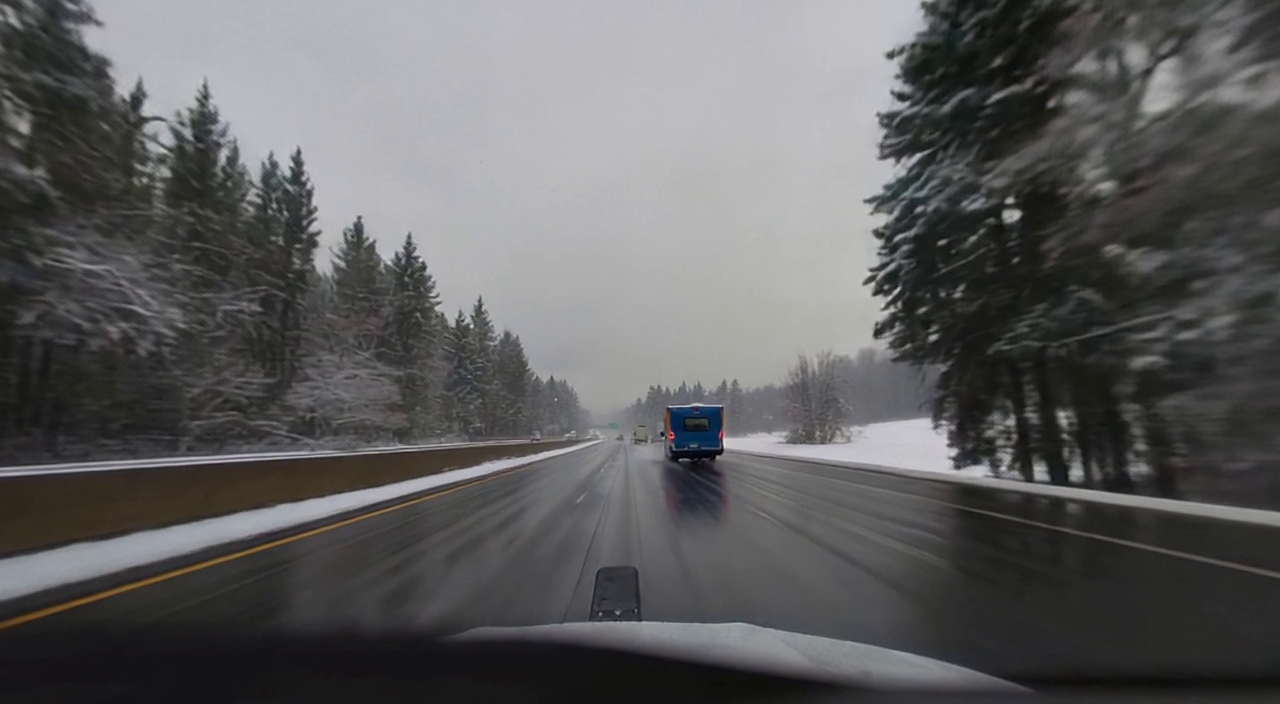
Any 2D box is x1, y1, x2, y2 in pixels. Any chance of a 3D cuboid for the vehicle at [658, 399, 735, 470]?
[{"bbox_3d":[2.414,3.879,29.439,2.815,2.876,7.101,0,-8,-1],"label":"vehicle"}]
